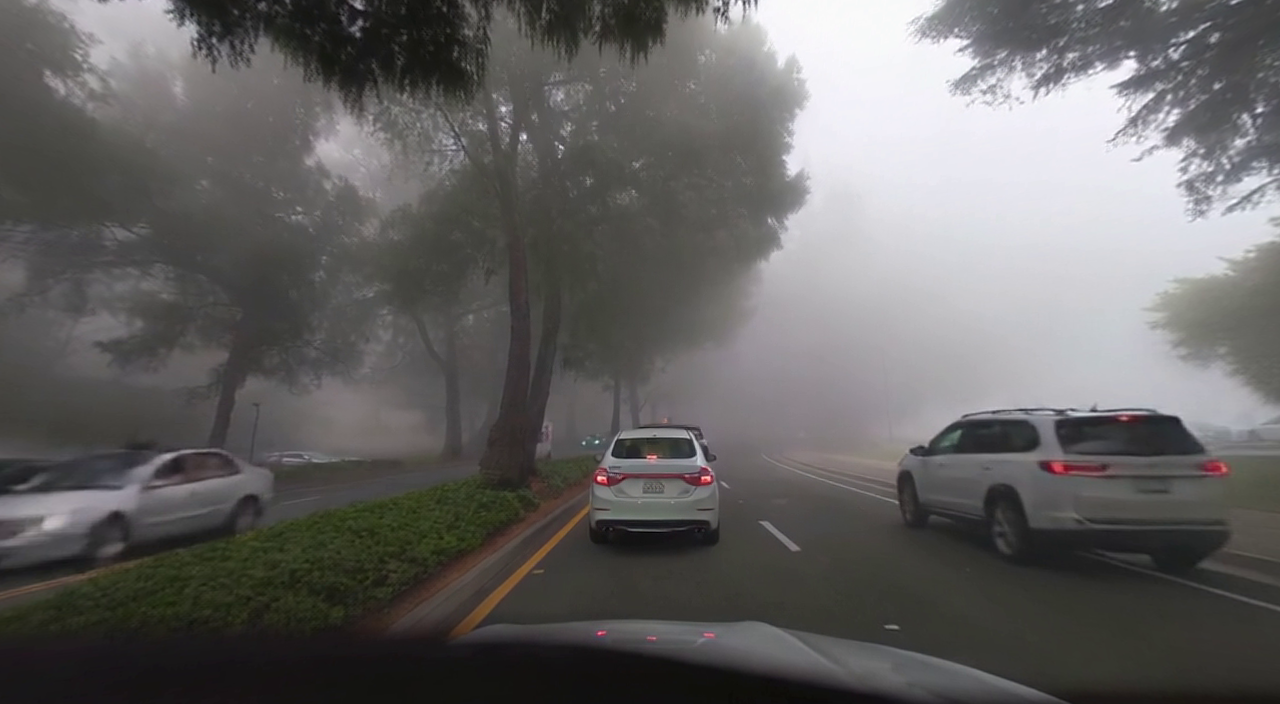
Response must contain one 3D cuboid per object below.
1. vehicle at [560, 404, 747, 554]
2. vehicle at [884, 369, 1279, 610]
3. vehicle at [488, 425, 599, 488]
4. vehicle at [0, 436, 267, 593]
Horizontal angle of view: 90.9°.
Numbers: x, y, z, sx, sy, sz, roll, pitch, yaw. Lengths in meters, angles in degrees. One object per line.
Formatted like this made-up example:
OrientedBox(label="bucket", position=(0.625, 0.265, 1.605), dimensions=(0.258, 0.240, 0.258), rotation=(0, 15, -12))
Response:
OrientedBox(label="vehicle", position=(0.197, 1.773, 9.434), dimensions=(2.154, 1.710, 4.128), rotation=(-1, -8, 1))
OrientedBox(label="vehicle", position=(4.771, 1.429, 7.430), dimensions=(2.059, 1.864, 4.700), rotation=(2, -8, 2))
OrientedBox(label="vehicle", position=(-2.941, 3.340, 20.467), dimensions=(2.057, 1.786, 4.725), rotation=(-2, -8, 11))
OrientedBox(label="vehicle", position=(-7.036, 1.815, 7.789), dimensions=(1.923, 1.492, 4.577), rotation=(-1, -8, 2))
